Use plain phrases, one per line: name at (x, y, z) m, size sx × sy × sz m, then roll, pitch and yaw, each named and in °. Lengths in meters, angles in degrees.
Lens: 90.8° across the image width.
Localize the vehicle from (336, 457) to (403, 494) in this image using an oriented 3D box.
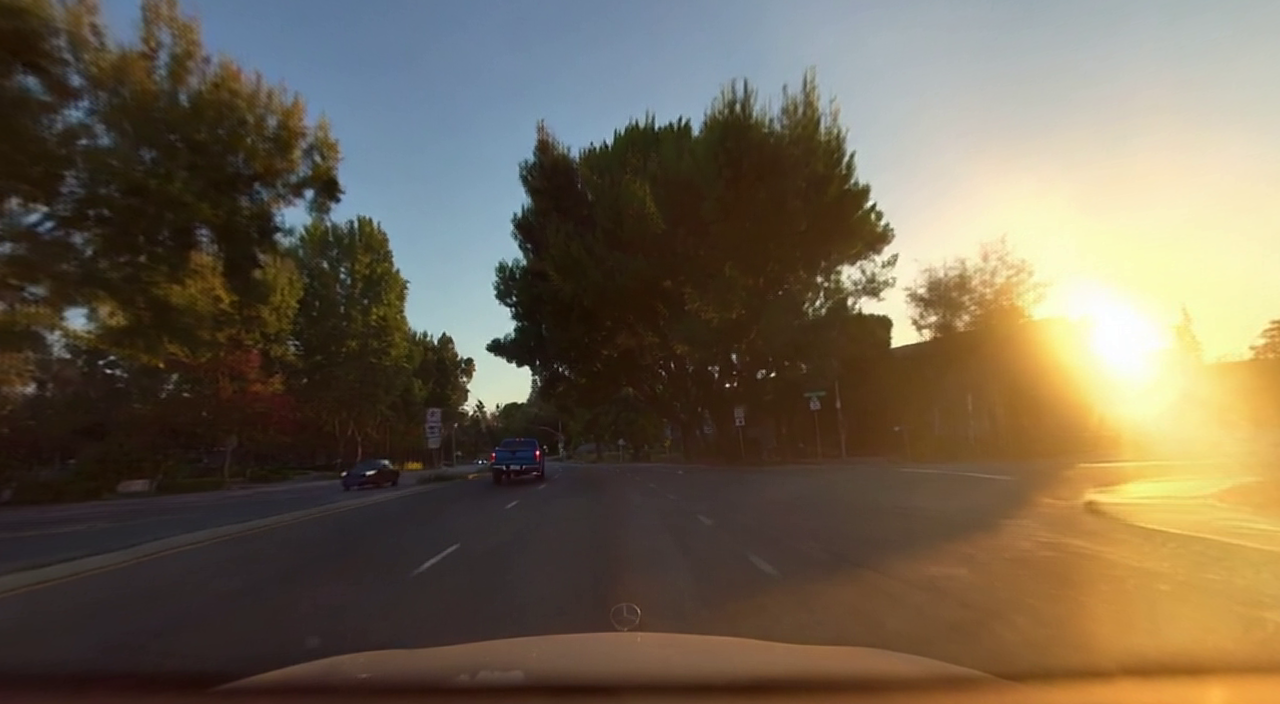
vehicle at (-13.417, 6.103, 31.595) m, size 1.883 × 1.632 × 4.024 m, roll 0°, pitch -9°, yaw -5°

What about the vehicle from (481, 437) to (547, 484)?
vehicle at (-5.614, 4.925, 29.086) m, size 2.267 × 1.849 × 6.402 m, roll 0°, pitch -9°, yaw -5°
